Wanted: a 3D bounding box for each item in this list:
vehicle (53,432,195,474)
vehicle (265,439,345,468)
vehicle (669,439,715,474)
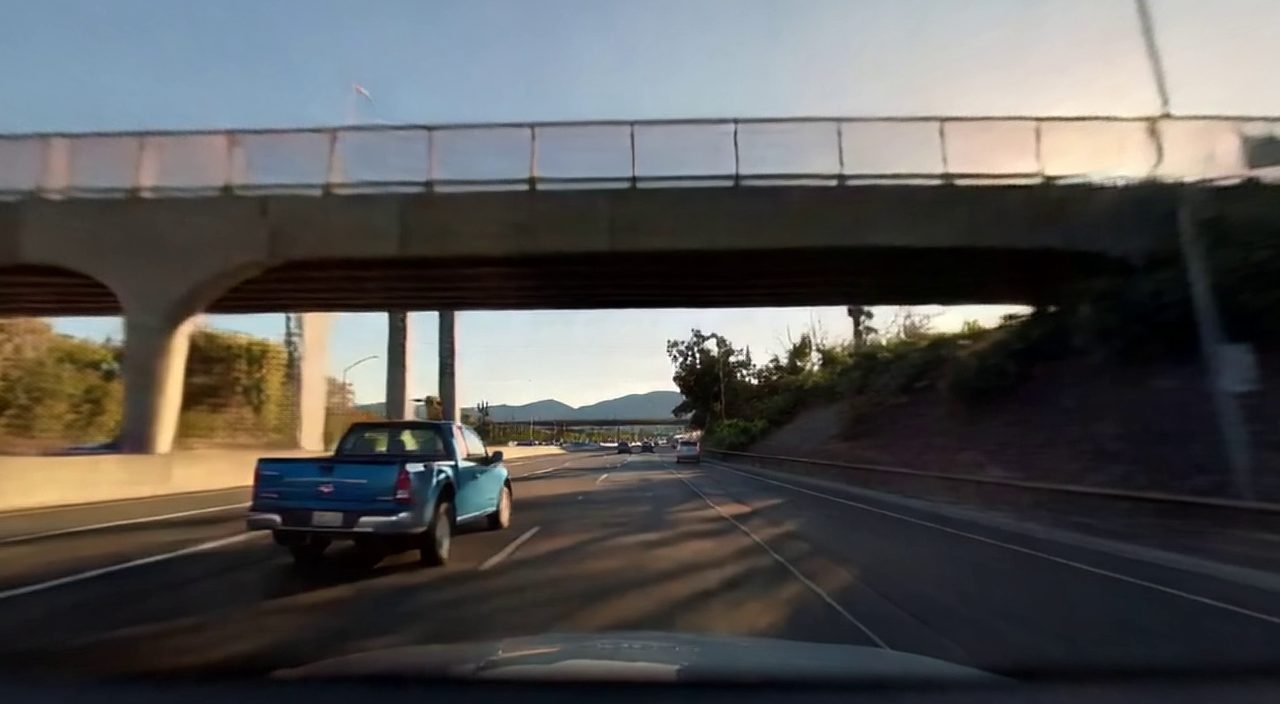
[{"bbox_3d":[-23.473,4.612,29.035,2.123,1.721,5.137,0,-8,0],"label":"vehicle"},{"bbox_3d":[-20.105,6.090,38.114,2.048,1.600,4.946,0,-8,1],"label":"vehicle"},{"bbox_3d":[2.632,5.379,32.751,2.010,1.637,4.940,0,-8,1],"label":"vehicle"}]
